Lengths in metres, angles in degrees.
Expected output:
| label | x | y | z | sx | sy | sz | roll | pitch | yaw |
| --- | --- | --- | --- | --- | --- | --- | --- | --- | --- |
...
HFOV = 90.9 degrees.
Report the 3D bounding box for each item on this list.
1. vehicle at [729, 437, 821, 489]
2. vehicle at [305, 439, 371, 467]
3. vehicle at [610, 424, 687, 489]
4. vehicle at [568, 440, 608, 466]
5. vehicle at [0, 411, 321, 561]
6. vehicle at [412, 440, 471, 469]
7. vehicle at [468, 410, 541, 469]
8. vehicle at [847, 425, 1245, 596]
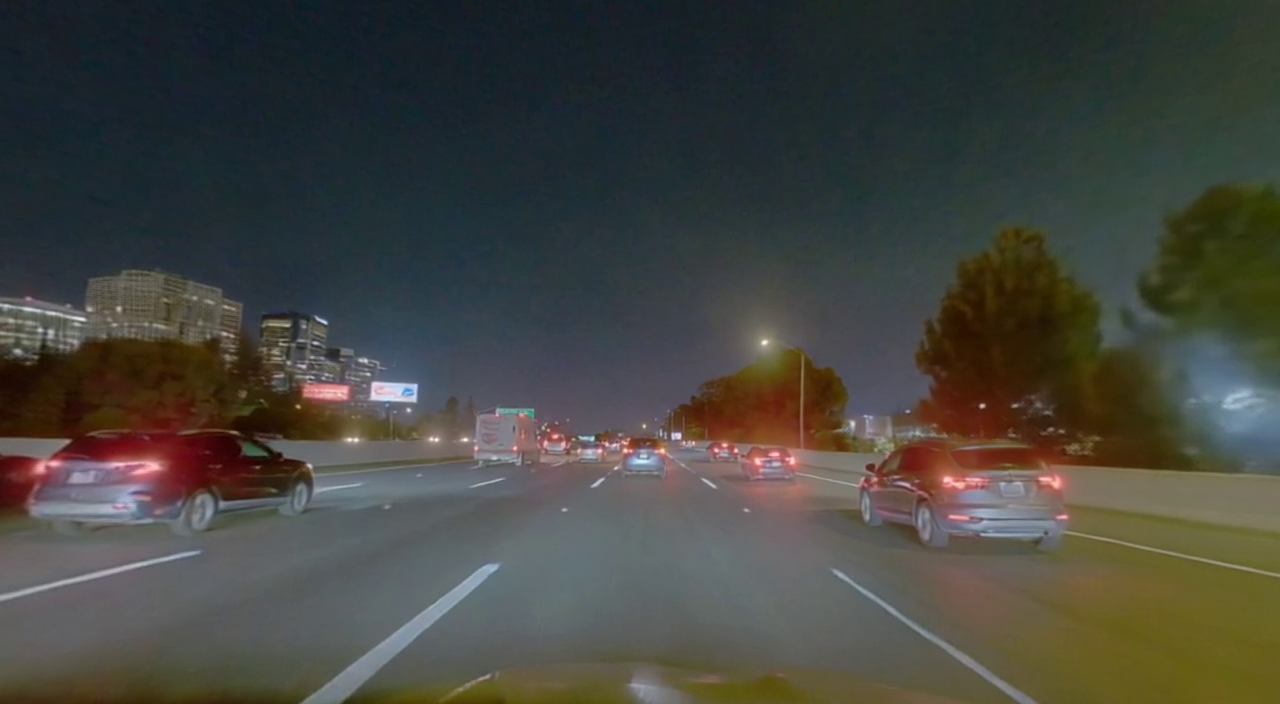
| label | x | y | z | sx | sy | sz | roll | pitch | yaw |
| --- | --- | --- | --- | --- | --- | --- | --- | --- | --- |
| vehicle | 4.242 | 3.568 | 20.641 | 1.942 | 1.487 | 4.518 | 0 | -8 | -1 |
| vehicle | -17.073 | 5.723 | 35.852 | 1.848 | 1.487 | 3.805 | 0 | -8 | 1 |
| vehicle | 0.266 | 3.353 | 20.612 | 2.209 | 1.863 | 4.626 | 0 | -8 | 0 |
| vehicle | -3.142 | 6.216 | 39.120 | 2.079 | 1.499 | 4.512 | 0 | -8 | 1 |
| vehicle | -6.872 | 1.799 | 9.207 | 2.021 | 1.632 | 4.417 | 0 | -8 | 1 |
| vehicle | -10.872 | 5.622 | 34.821 | 1.923 | 1.480 | 3.905 | 0 | -8 | 1 |
| vehicle | -7.048 | 4.718 | 33.763 | 2.358 | 2.817 | 7.055 | 0 | -8 | 0 |
| vehicle | 4.297 | 1.720 | 7.829 | 1.915 | 1.482 | 4.537 | 0 | -8 | 0 |
